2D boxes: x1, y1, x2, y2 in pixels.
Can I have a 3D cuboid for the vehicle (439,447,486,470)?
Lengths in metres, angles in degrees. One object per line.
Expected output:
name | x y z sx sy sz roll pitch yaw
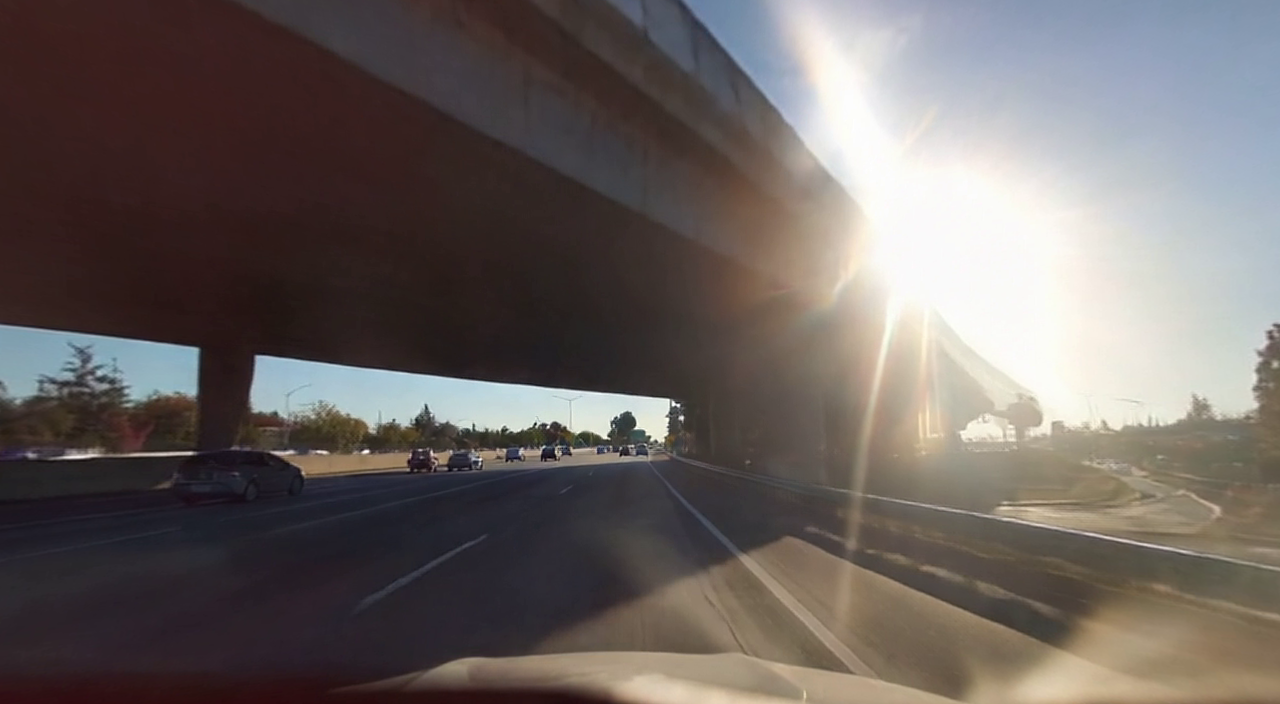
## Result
vehicle | -12.508 7.511 44.741 2.271 1.537 4.029 0 -8 -3

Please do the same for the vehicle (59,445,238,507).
vehicle | -13.956 3.495 18.371 1.829 1.520 4.505 0 -8 -4
